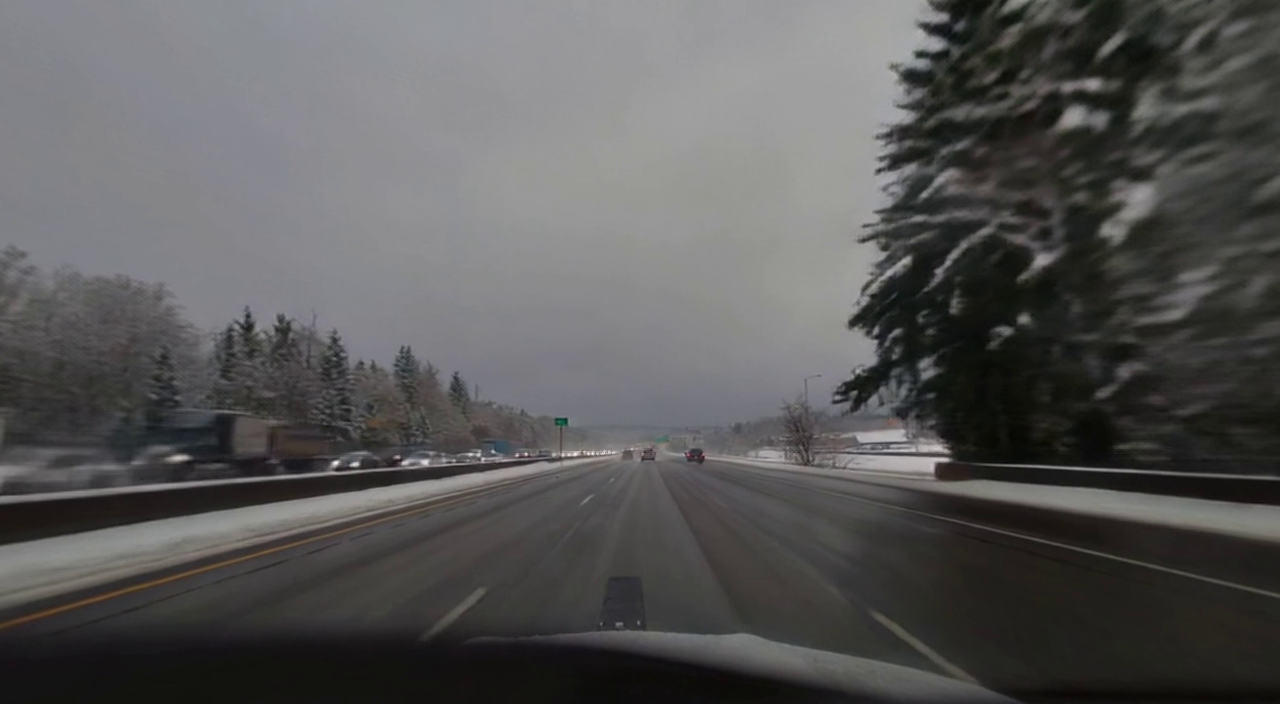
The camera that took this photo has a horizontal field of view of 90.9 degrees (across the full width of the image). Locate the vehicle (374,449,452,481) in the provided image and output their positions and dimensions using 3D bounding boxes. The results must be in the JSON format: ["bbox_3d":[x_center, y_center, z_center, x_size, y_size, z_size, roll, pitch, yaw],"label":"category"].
[{"bbox_3d":[-10.906,5.437,30.599,1.953,1.442,4.571,-1,-9,2],"label":"vehicle"}]

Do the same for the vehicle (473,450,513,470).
[{"bbox_3d":[-11.018,8.158,47.654,1.847,1.440,4.488,-1,-9,1],"label":"vehicle"}]

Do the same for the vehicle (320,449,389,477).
[{"bbox_3d":[-15.795,6.137,35.109,1.908,1.460,4.013,-1,-9,1],"label":"vehicle"}]

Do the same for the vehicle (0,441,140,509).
[{"bbox_3d":[-15.927,3.174,16.593,1.881,1.593,4.370,0,-9,0],"label":"vehicle"}]

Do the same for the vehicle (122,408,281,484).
[{"bbox_3d":[-19.861,4.357,29.148,2.453,3.116,6.439,-1,-9,2],"label":"vehicle"}]
